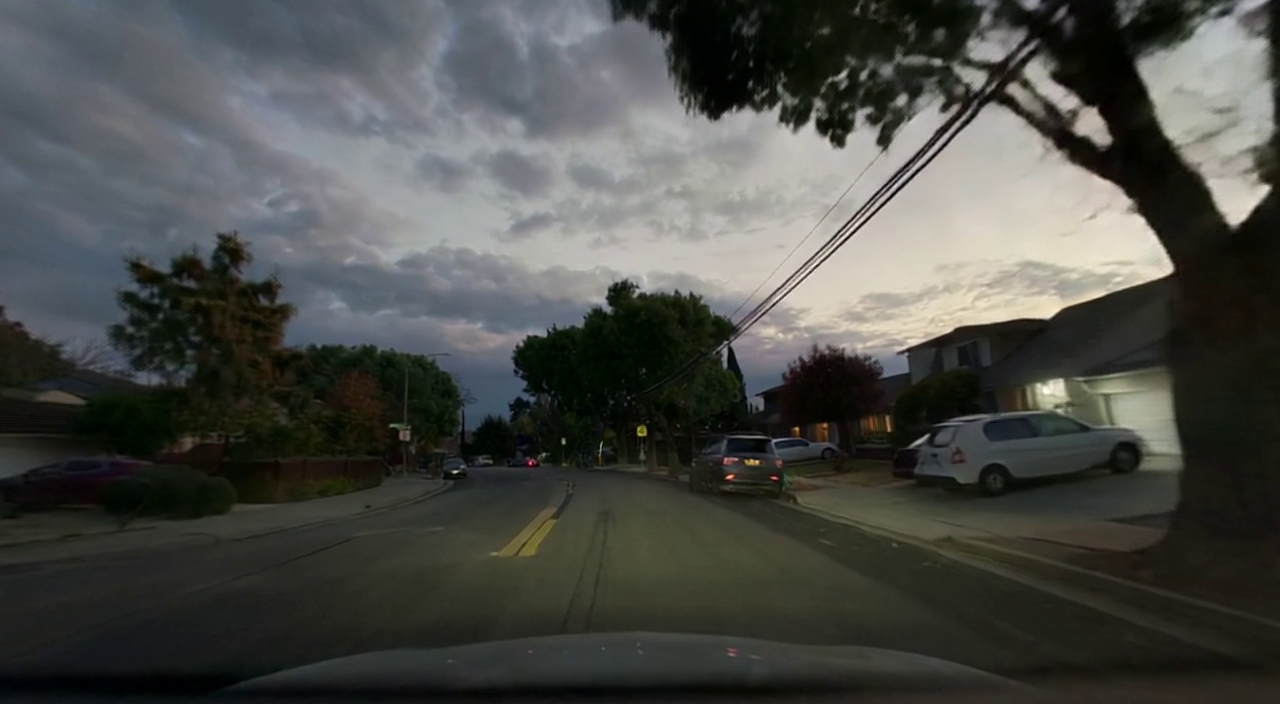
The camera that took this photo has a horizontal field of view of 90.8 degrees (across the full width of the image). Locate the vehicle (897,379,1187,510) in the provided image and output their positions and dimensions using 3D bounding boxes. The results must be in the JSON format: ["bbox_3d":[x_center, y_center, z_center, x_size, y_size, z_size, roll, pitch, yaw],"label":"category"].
[{"bbox_3d":[8.761,2.049,14.163,4.801,2.139,2.164,-6,-8,-2],"label":"vehicle"}]

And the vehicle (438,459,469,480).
[{"bbox_3d":[-14.100,8.848,47.695,1.902,1.434,4.313,3,-9,-20],"label":"vehicle"}]

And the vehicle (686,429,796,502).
[{"bbox_3d":[2.952,3.481,19.770,2.214,1.962,4.733,0,-9,-6],"label":"vehicle"}]

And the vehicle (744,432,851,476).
[{"bbox_3d":[7.790,5.104,31.692,4.666,1.655,2.169,-6,-9,1],"label":"vehicle"}]
